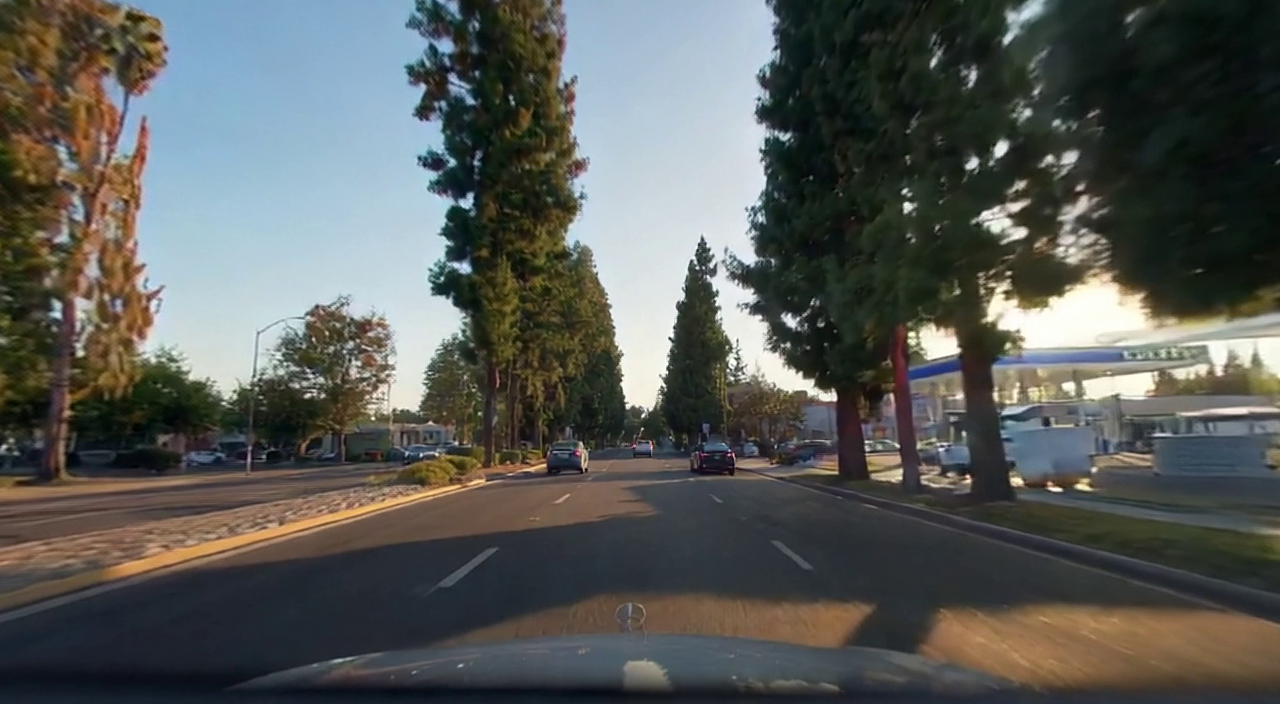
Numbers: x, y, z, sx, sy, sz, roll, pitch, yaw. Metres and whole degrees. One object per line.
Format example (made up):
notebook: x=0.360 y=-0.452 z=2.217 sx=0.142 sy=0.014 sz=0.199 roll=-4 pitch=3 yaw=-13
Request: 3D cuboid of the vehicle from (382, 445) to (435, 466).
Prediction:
vehicle: x=-18.033 y=8.011 z=48.945 sx=4.437 sy=1.478 sz=1.839 roll=-7 pitch=-11 yaw=40

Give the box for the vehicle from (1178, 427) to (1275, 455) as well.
vehicle: x=42.712 y=6.572 z=46.061 sx=1.863 sy=1.744 sz=4.904 roll=-5 pitch=-9 yaw=-8

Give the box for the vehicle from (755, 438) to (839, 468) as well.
vehicle: x=9.618 y=6.190 z=38.890 sx=4.526 sy=1.768 sz=2.056 roll=1 pitch=-9 yaw=-9

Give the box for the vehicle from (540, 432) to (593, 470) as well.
vehicle: x=-3.571 y=4.936 z=31.472 sx=2.051 sy=1.747 sz=4.370 roll=0 pitch=-8 yaw=1

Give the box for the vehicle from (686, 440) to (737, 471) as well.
vehicle: x=3.575 y=5.306 z=32.468 sx=2.010 sy=1.486 sz=4.498 roll=0 pitch=-8 yaw=-1

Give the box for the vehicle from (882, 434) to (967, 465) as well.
vehicle: x=17.038 y=5.862 z=37.883 sx=4.107 sy=1.487 sz=1.937 roll=-5 pitch=-7 yaw=2

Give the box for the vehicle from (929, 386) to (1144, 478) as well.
vehicle: x=15.548 y=3.371 z=25.851 sx=3.133 sy=3.133 sz=8.198 roll=0 pitch=-9 yaw=-2
